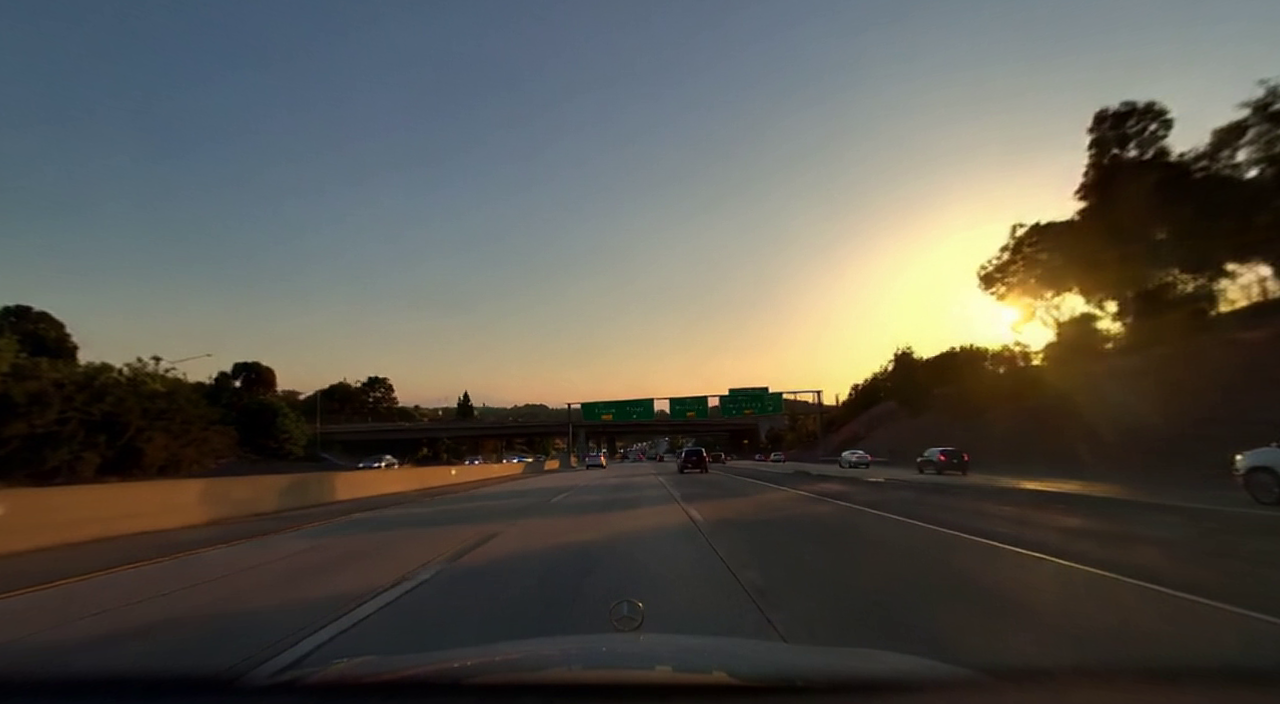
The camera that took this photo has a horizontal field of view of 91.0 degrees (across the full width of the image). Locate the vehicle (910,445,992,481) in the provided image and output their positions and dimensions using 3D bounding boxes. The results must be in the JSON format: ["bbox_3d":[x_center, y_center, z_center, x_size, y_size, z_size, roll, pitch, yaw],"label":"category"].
[{"bbox_3d":[16.512,5.898,33.748,2.116,1.754,4.727,0,-9,2],"label":"vehicle"}]

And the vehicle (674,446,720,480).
[{"bbox_3d":[3.171,6.268,35.887,2.147,1.794,4.538,0,-9,-1],"label":"vehicle"}]
